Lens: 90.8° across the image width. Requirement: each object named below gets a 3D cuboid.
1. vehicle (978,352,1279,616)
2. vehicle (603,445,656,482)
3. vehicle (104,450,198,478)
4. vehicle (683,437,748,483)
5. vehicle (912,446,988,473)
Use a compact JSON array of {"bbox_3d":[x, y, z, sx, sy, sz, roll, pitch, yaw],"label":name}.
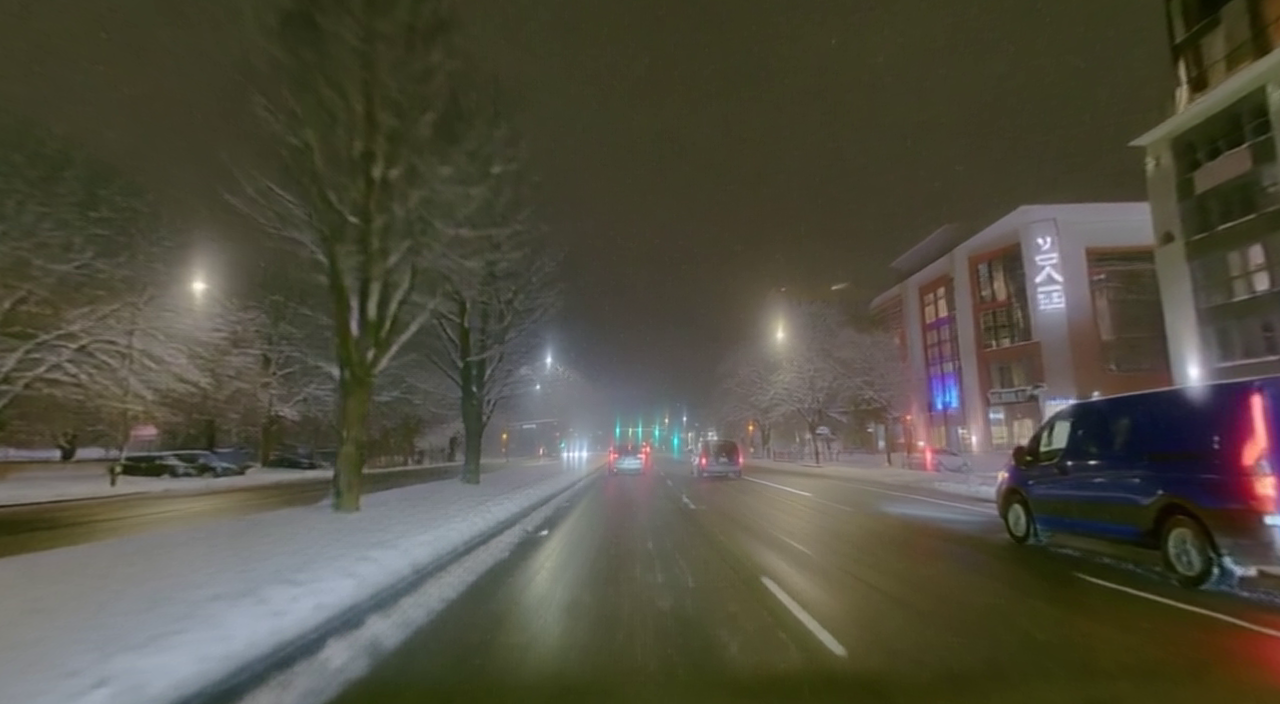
[{"bbox_3d":[6.493,1.315,6.791,2.573,2.127,5.568,0,-9,0],"label":"vehicle"},{"bbox_3d":[-0.454,4.733,27.197,2.095,1.456,3.873,0,-9,-1],"label":"vehicle"},{"bbox_3d":[-29.029,6.642,37.715,1.877,1.455,4.629,-1,-8,0],"label":"vehicle"},{"bbox_3d":[3.054,4.477,26.451,2.047,1.711,4.265,0,-9,-2],"label":"vehicle"},{"bbox_3d":[18.408,6.371,37.783,2.017,1.466,4.733,0,-9,-2],"label":"vehicle"}]
